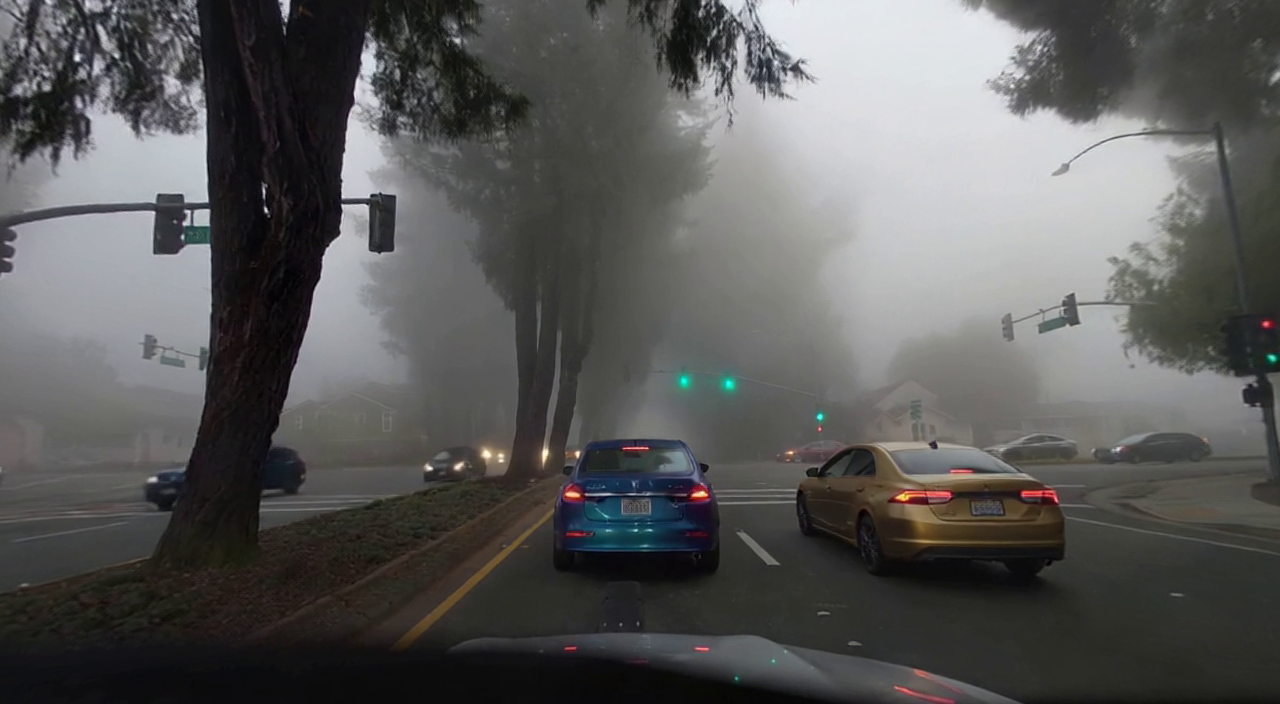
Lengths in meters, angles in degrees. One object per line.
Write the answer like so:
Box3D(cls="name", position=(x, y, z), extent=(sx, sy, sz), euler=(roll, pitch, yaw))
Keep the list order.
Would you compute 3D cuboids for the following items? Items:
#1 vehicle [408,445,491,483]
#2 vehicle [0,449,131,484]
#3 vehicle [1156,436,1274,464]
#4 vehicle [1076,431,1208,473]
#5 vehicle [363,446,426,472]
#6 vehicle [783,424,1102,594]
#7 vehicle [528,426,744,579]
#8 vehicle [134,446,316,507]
Box3D(cls="vehicle", position=(-7.563, 4.482, 25.575), extent=(2.040, 1.374, 4.150), euler=(0, -8, 1))
Box3D(cls="vehicle", position=(-28.151, 5.602, 31.064), extent=(4.538, 1.591, 1.949), euler=(0, -8, 1))
Box3D(cls="vehicle", position=(30.563, 5.222, 33.659), extent=(4.489, 1.432, 1.790), euler=(0, -9, 0))
Box3D(cls="vehicle", position=(24.000, 4.784, 30.327), extent=(4.520, 1.762, 2.005), euler=(-2, -8, -1))
Box3D(cls="vehicle", position=(-17.090, 7.456, 44.279), extent=(1.893, 1.658, 4.474), euler=(-2, -9, 12))
Box3D(cls="vehicle", position=(3.183, 1.716, 7.781), extent=(1.913, 1.505, 4.097), euler=(0, -8, 0))
Box3D(cls="vehicle", position=(-0.053, 1.778, 8.272), extent=(2.103, 1.478, 4.073), euler=(0, -8, 0))
Box3D(cls="vehicle", position=(-11.361, 3.388, 17.775), extent=(2.125, 1.476, 4.385), euler=(0, -8, 0))
